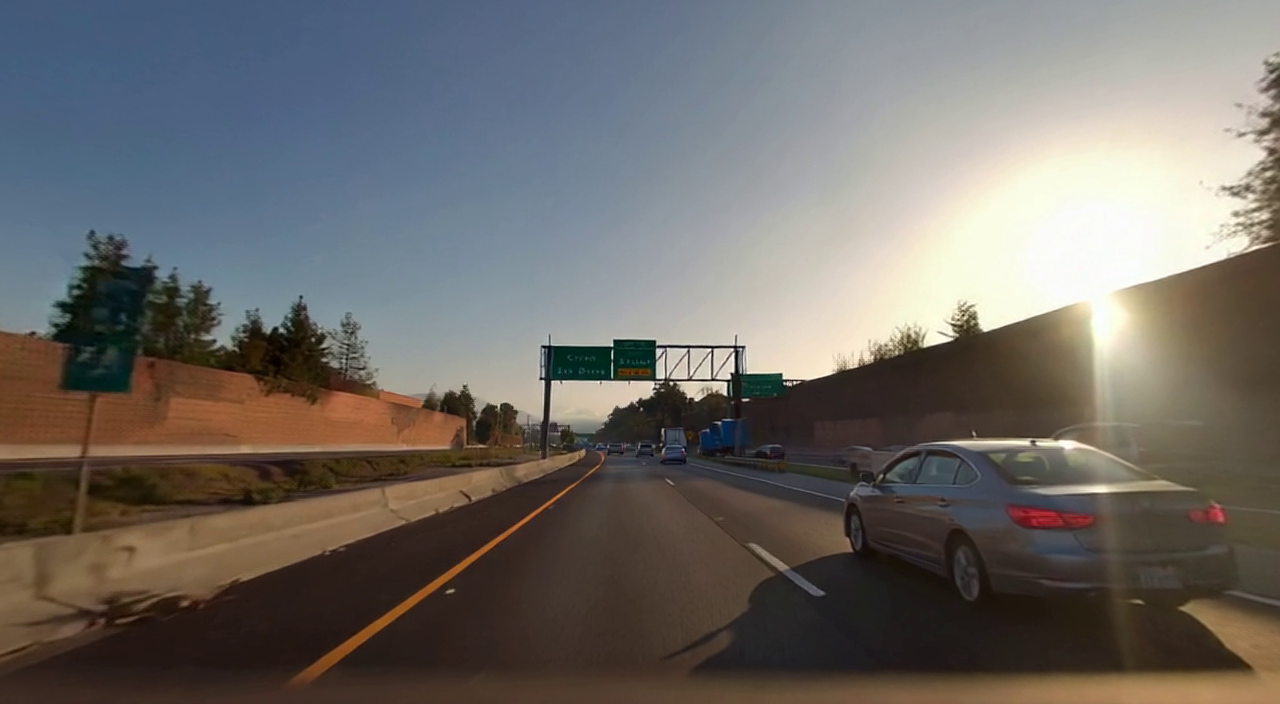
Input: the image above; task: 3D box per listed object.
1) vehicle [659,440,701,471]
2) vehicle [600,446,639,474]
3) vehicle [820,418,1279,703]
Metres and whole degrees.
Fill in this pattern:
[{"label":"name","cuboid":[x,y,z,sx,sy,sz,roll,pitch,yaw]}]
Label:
[{"label":"vehicle","cuboid":[2.494,6.589,40.489,2.114,1.849,4.692,0,-9,-3]},{"label":"vehicle","cuboid":[-1.207,6.152,36.314,2.083,1.477,3.965,0,-9,-3]},{"label":"vehicle","cuboid":[3.052,1.346,4.925,1.922,1.465,4.165,0,-9,-2]}]
